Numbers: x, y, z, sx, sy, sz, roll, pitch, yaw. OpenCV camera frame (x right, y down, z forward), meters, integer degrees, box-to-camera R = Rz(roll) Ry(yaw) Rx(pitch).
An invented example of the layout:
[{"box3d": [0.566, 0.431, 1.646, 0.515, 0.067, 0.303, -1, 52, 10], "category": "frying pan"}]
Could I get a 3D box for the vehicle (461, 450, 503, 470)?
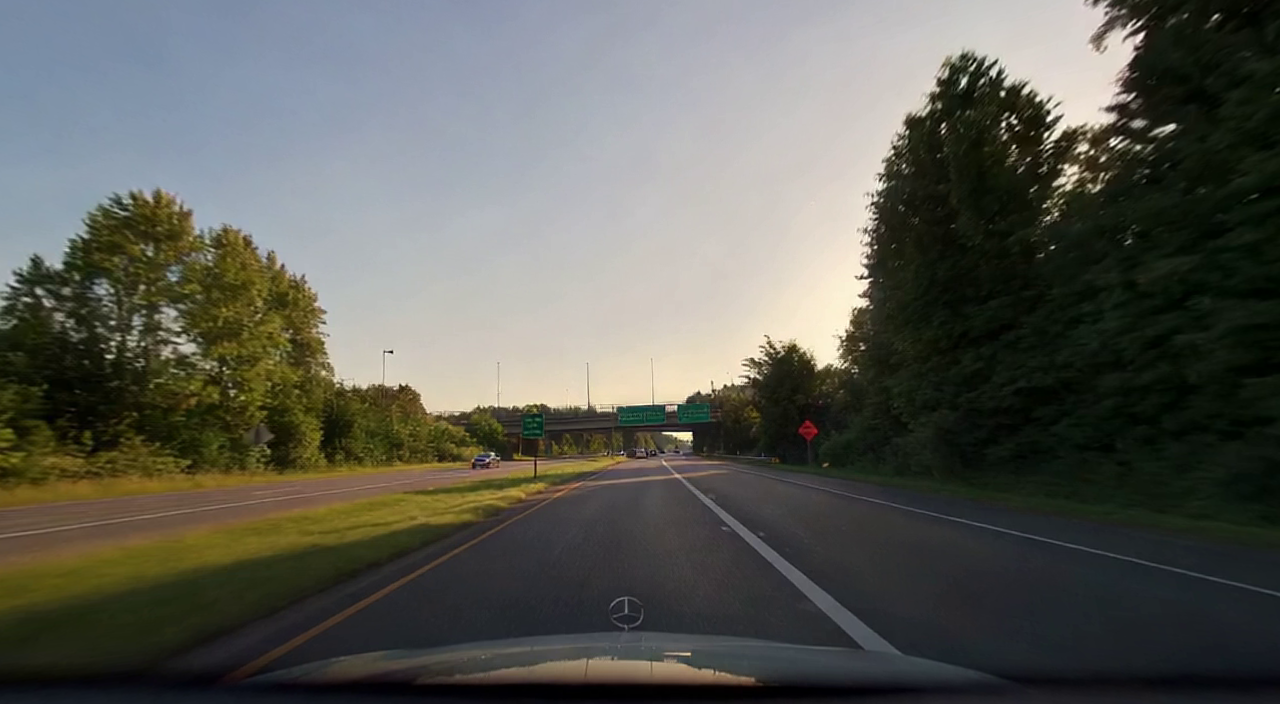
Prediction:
[{"box3d": [-12.256, 8.398, 49.152, 1.917, 1.490, 4.582, 0, -9, 2], "category": "vehicle"}]
